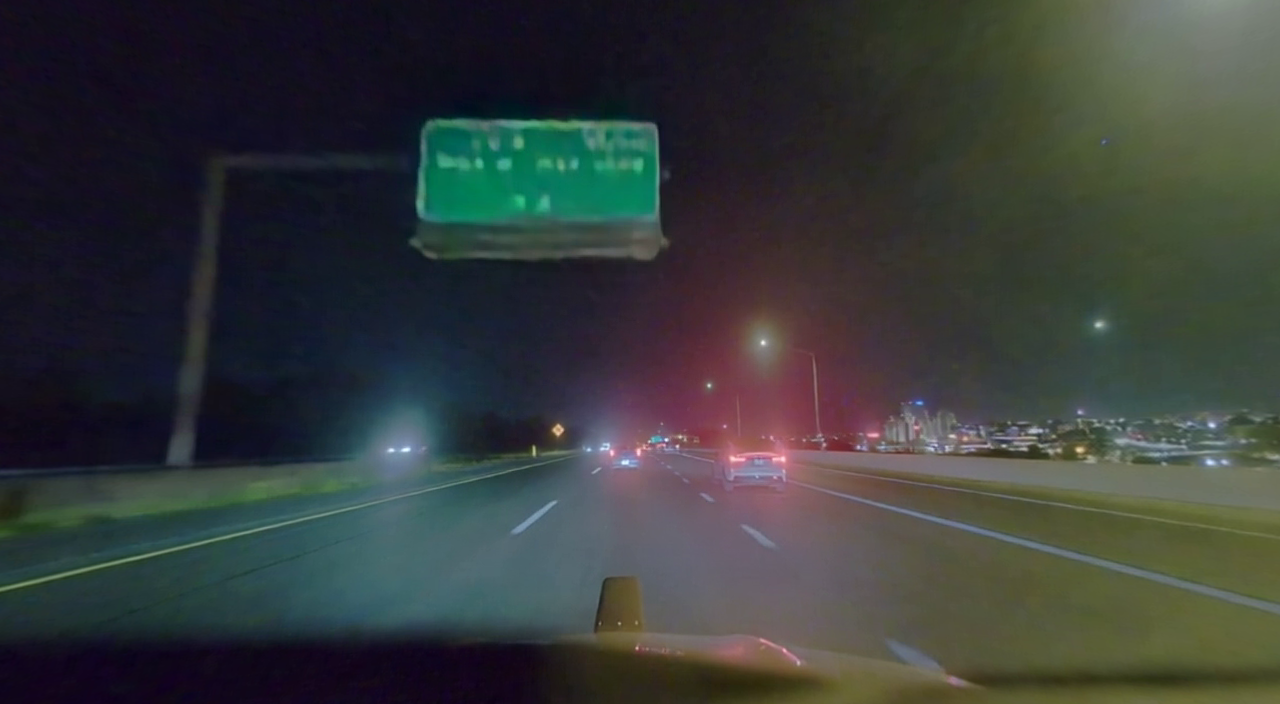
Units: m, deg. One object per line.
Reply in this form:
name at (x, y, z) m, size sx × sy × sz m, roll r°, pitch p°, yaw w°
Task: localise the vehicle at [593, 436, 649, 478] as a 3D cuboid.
vehicle at (-0.736, 4.334, 26.210) m, size 2.147 × 1.576 × 3.964 m, roll 0°, pitch -8°, yaw -1°
